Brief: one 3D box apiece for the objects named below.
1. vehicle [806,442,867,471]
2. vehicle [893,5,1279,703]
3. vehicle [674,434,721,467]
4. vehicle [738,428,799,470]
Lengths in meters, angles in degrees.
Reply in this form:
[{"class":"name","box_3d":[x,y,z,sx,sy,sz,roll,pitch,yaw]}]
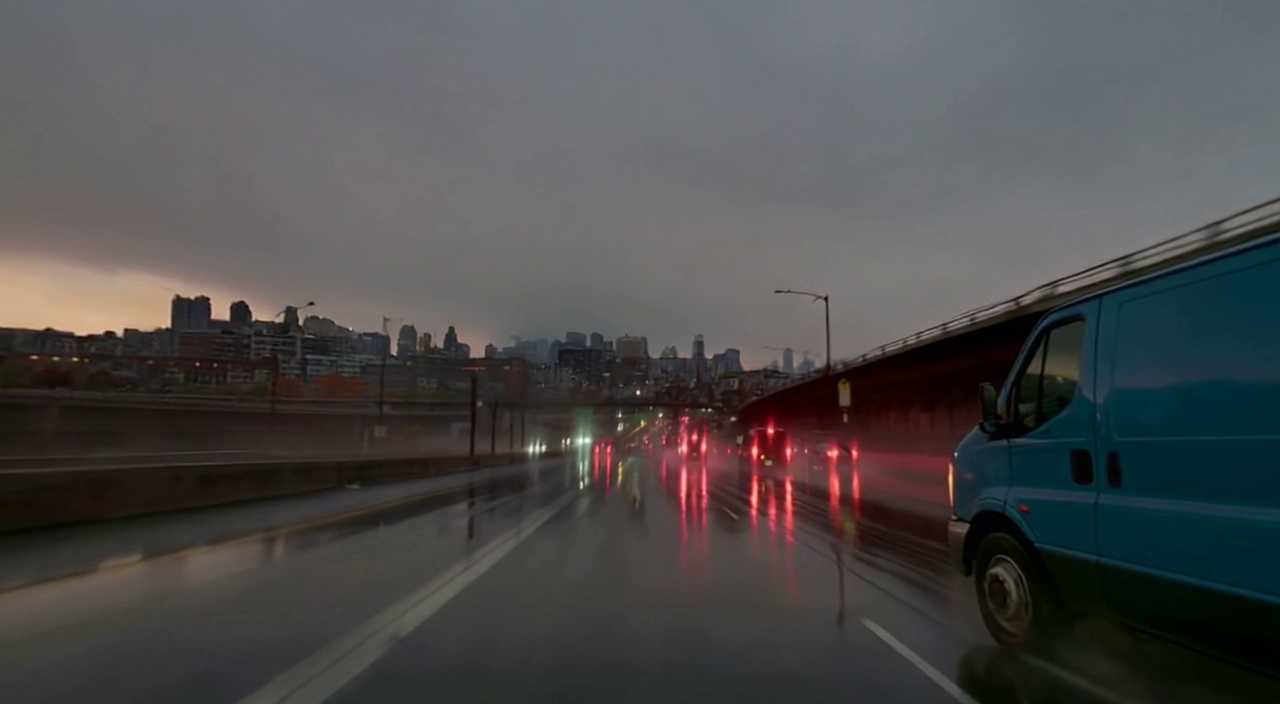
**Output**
[{"class":"vehicle","box_3d":[10.781,5.773,34.997,1.976,1.474,4.779,0,-9,1]},{"class":"vehicle","box_3d":[3.333,0.154,1.486,2.436,2.745,7.034,0,-8,-1]},{"class":"vehicle","box_3d":[3.655,6.415,41.259,2.464,1.961,5.520,0,-8,-1]},{"class":"vehicle","box_3d":[7.265,5.547,36.315,2.301,2.203,5.419,0,-8,-1]}]
